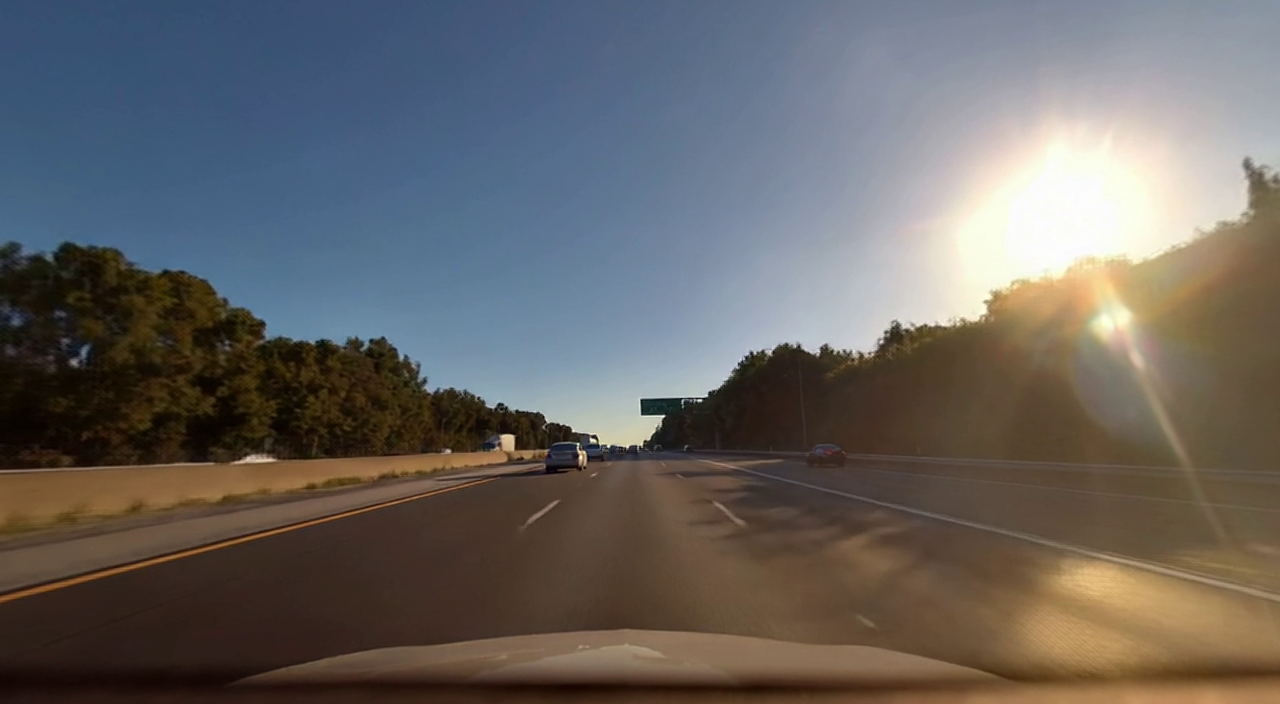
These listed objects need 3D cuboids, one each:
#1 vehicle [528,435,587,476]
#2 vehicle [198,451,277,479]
[{"bbox_3d":[-3.749,4.791,29.413,2.114,1.774,4.427,0,-9,0],"label":"vehicle"},{"bbox_3d":[-25.584,7.181,40.369,1.980,1.610,4.674,0,-9,0],"label":"vehicle"}]
